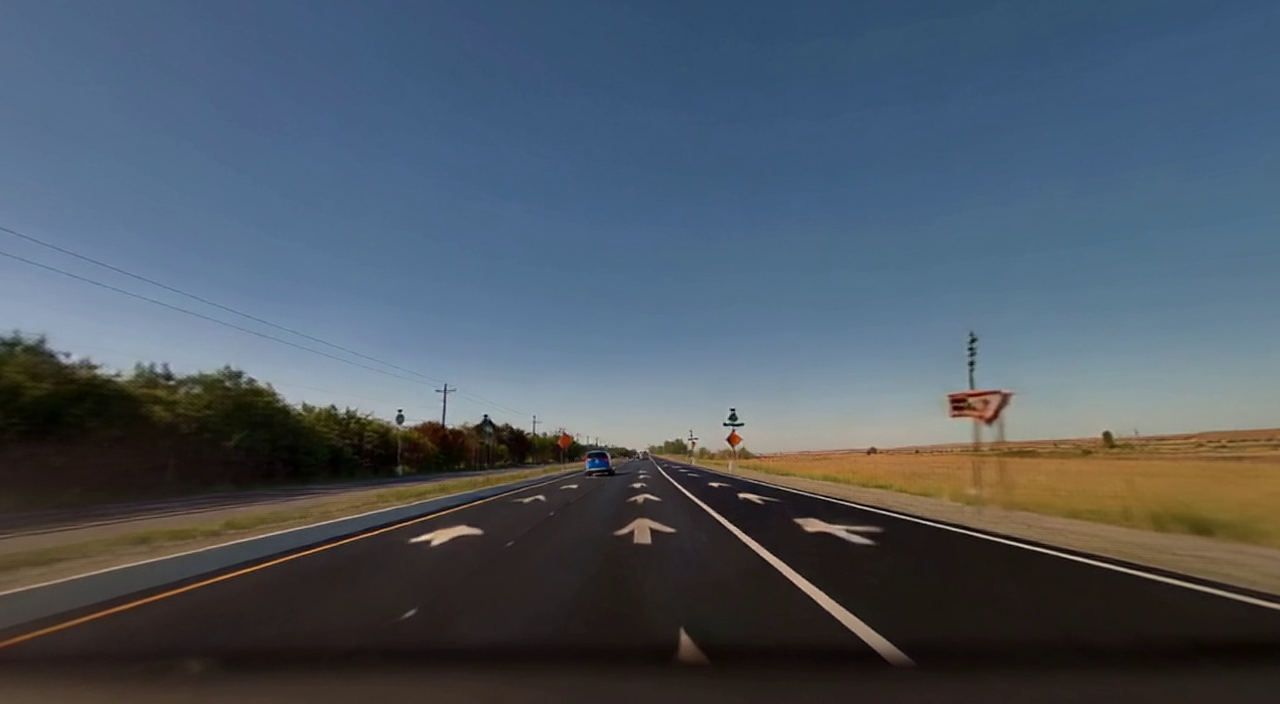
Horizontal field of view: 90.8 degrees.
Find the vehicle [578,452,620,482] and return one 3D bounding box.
[{"bbox_3d":[-2.363,6.811,37.562,2.053,1.647,4.252,-1,-9,2],"label":"vehicle"}]
